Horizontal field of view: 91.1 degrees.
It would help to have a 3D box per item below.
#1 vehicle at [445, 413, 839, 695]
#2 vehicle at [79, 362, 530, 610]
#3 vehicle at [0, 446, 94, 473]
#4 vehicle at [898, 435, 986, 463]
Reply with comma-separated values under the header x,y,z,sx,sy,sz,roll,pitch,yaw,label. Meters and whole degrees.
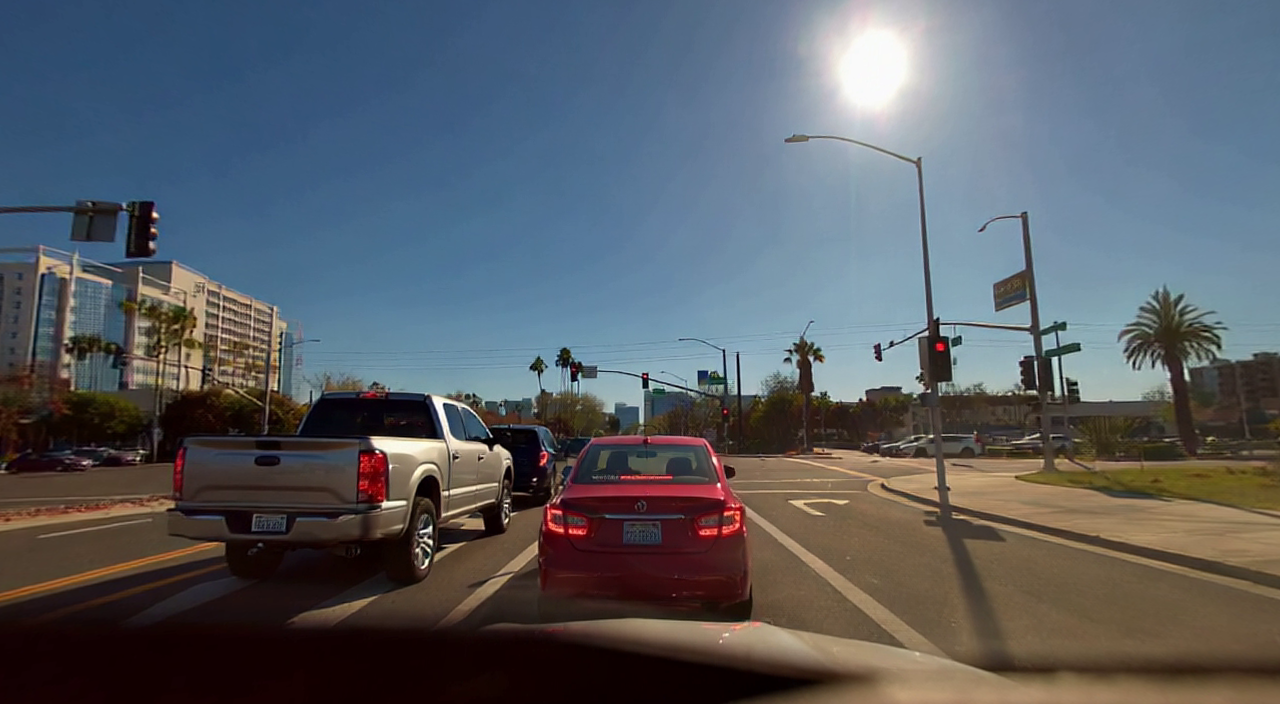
x,y,z,sx,sy,sz,roll,pitch,yaw,label
0.046,1.400,5.541,2.122,1.501,4.152,0,-8,1,vehicle
-3.210,1.482,7.927,2.330,1.969,5.626,-1,-8,3,vehicle
-37.056,6.646,38.898,4.576,1.617,1.937,0,-8,2,vehicle
18.848,6.069,39.298,4.466,1.717,1.963,0,-8,2,vehicle
